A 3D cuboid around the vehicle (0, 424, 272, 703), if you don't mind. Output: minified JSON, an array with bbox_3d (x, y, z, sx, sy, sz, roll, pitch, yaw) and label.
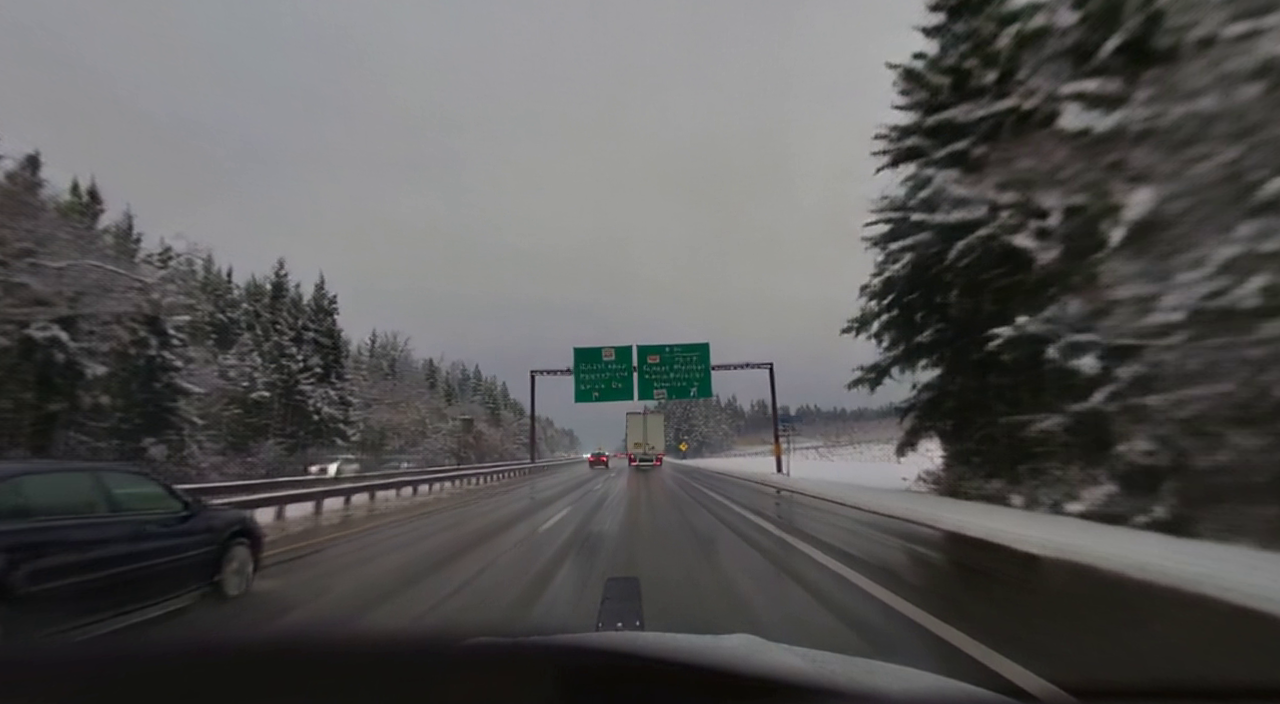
[{"bbox_3d":[-4.045,1.090,3.047,1.968,1.460,4.227,0,-9,0],"label":"vehicle"}]

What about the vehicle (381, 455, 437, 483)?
[{"bbox_3d":[-12.983,6.591,35.655,1.790,1.452,3.669,0,-9,-1],"label":"vehicle"}]
